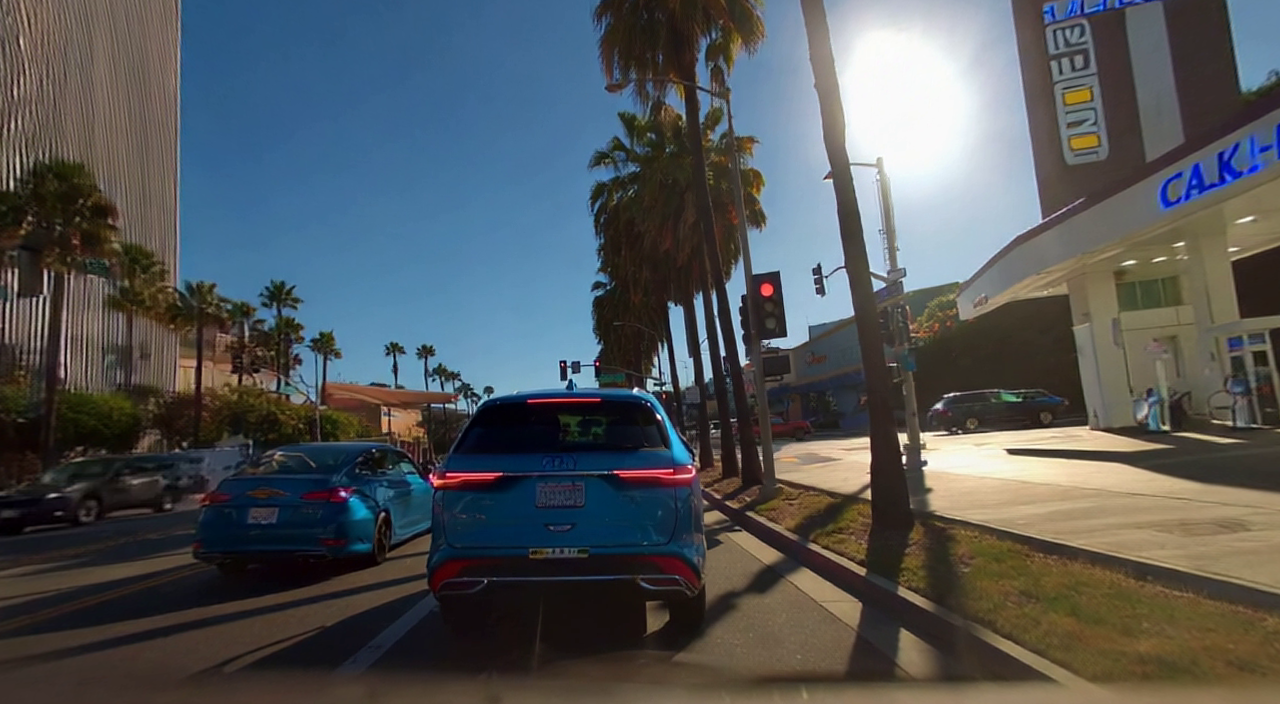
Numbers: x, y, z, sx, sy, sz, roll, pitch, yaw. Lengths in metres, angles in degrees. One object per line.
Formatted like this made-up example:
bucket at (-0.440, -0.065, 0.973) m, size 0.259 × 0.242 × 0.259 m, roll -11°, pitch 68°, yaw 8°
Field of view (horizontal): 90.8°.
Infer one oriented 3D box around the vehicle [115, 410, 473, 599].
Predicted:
vehicle at (-3.811, 1.751, 8.340) m, size 2.097 × 1.692 × 5.030 m, roll 0°, pitch -8°, yaw -3°

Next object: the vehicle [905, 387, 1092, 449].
vehicle at (12.583, 2.362, 22.428) m, size 5.307 × 2.076 × 2.122 m, roll 0°, pitch -8°, yaw -4°

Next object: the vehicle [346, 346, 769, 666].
vehicle at (-0.549, 1.261, 6.295) m, size 2.519 × 1.913 × 4.819 m, roll 0°, pitch -8°, yaw -2°

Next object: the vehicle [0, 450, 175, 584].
vehicle at (-10.409, 2.626, 10.952) m, size 2.176 × 1.796 × 5.011 m, roll 2°, pitch -9°, yaw -17°

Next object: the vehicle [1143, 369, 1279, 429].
vehicle at (21.654, 1.737, 22.813) m, size 5.033 × 1.999 × 2.259 m, roll 0°, pitch -8°, yaw -3°

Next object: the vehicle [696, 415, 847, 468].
vehicle at (4.436, 3.098, 21.851) m, size 4.712 × 1.706 × 1.956 m, roll 0°, pitch -8°, yaw -3°
